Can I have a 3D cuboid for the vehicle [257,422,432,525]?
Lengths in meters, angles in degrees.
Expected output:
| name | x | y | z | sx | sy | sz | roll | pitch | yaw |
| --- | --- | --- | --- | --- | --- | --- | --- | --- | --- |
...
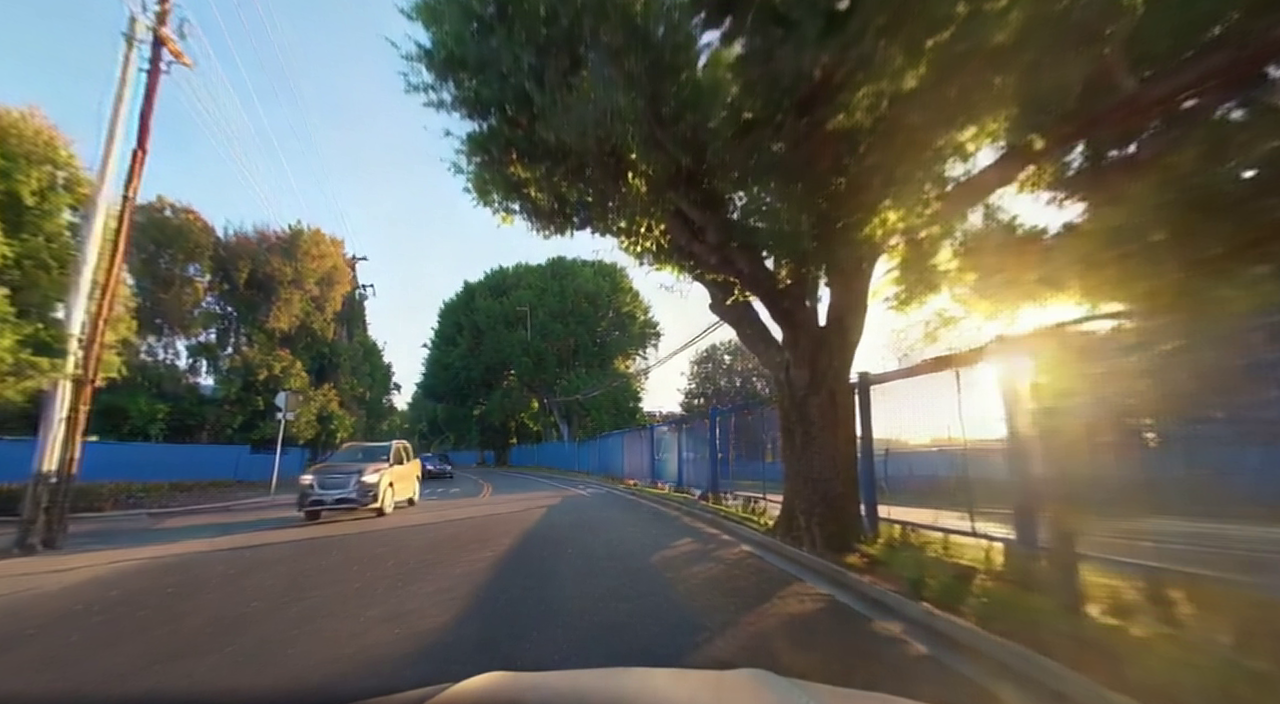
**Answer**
| name | x | y | z | sx | sy | sz | roll | pitch | yaw |
| --- | --- | --- | --- | --- | --- | --- | --- | --- | --- |
| vehicle | -6.237 | 2.594 | 13.994 | 2.185 | 1.901 | 4.177 | 1 | -9 | -6 |
